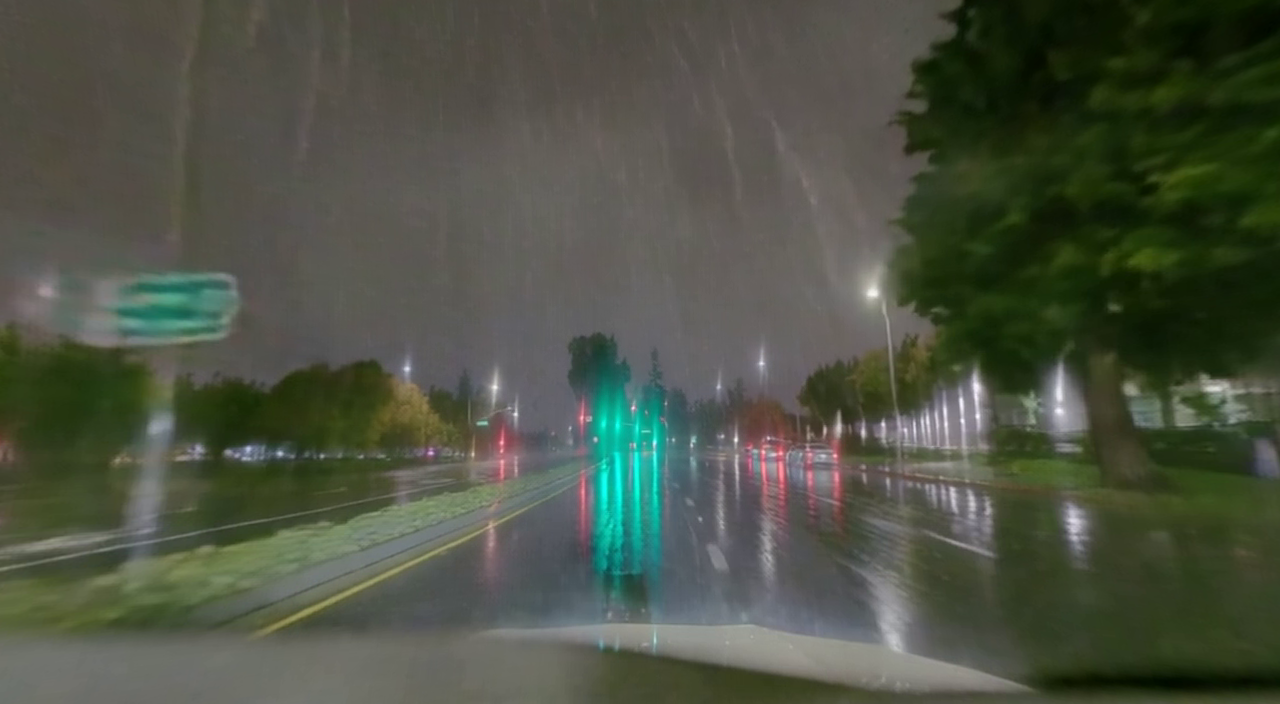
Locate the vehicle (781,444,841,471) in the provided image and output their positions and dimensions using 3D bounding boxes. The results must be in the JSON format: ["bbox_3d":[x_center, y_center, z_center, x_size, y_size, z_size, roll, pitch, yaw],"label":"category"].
[{"bbox_3d":[10.543,6.523,39.303,2.109,1.533,5.664,0,-8,-1],"label":"vehicle"}]
